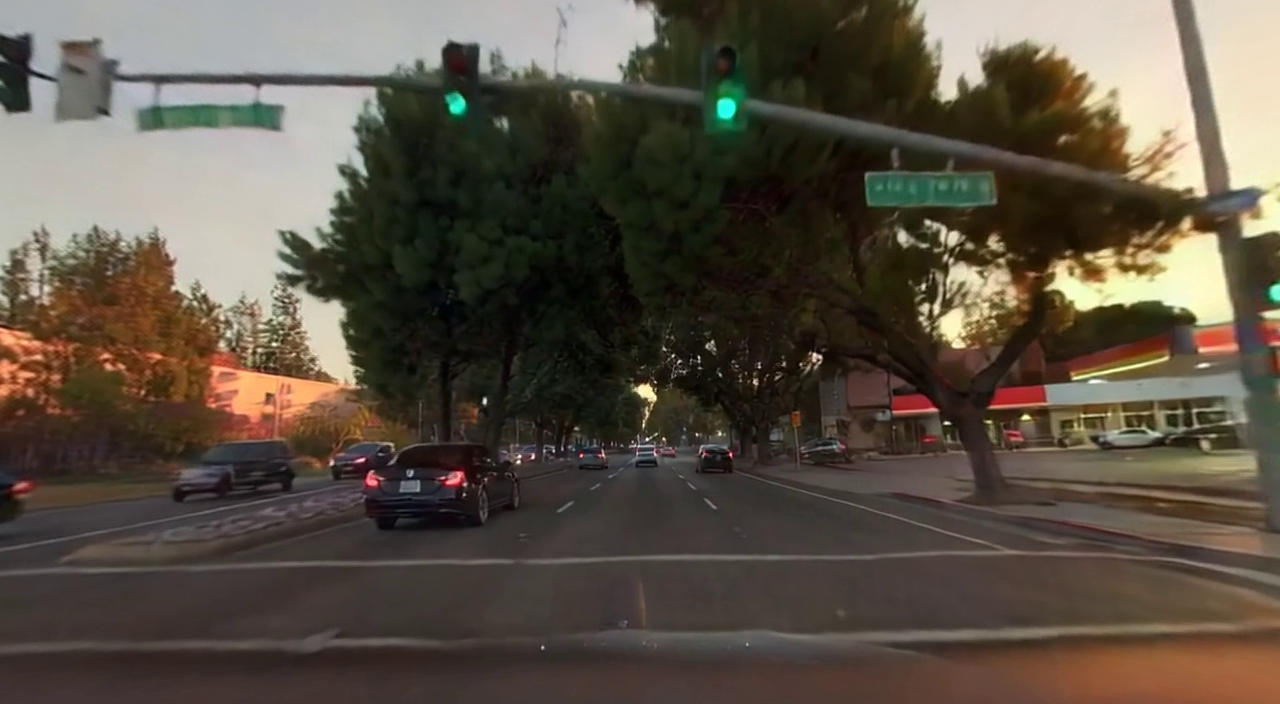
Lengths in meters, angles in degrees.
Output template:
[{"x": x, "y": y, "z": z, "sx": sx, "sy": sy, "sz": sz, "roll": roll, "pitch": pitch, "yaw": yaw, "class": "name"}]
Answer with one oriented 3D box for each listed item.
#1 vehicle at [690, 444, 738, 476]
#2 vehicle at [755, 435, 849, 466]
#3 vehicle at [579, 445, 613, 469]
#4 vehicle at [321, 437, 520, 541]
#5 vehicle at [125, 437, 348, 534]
[{"x": 3.588, "y": 5.319, "z": 31.315, "sx": 1.883, "sy": 1.465, "sz": 3.975, "roll": 0, "pitch": -8, "yaw": 0, "class": "vehicle"}, {"x": 11.205, "y": 6.880, "z": 43.994, "sx": 5.931, "sy": 1.872, "sz": 2.264, "roll": -3, "pitch": -9, "yaw": 4, "class": "vehicle"}, {"x": -2.852, "y": 6.900, "z": 41.715, "sx": 1.841, "sy": 1.474, "sz": 4.038, "roll": 0, "pitch": -8, "yaw": 2, "class": "vehicle"}, {"x": -3.580, "y": 2.302, "z": 11.307, "sx": 1.803, "sy": 1.463, "sz": 4.422, "roll": -1, "pitch": -8, "yaw": 3, "class": "vehicle"}, {"x": -8.351, "y": 2.734, "z": 13.655, "sx": 1.922, "sy": 1.660, "sz": 4.332, "roll": -3, "pitch": -8, "yaw": 1, "class": "vehicle"}]
